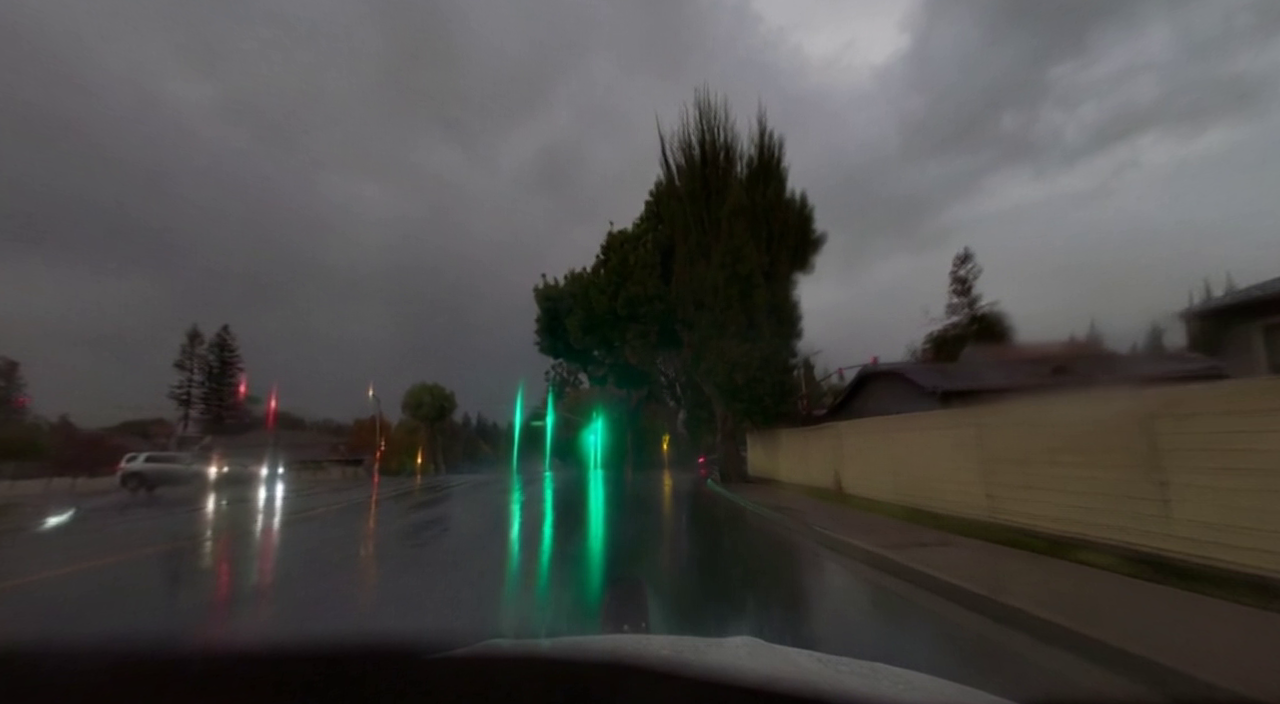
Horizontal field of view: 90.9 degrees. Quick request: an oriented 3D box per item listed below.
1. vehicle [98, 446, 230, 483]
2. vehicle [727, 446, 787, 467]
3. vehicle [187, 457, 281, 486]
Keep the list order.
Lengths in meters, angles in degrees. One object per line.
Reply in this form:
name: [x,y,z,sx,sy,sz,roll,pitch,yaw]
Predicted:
vehicle: [-25.524,6.040,34.007,5.107,1.749,2.254,0,-9,-7]
vehicle: [9.070,8.090,48.984,4.106,1.583,1.806,1,-8,-9]
vehicle: [-26.534,7.777,41.314,4.664,1.728,1.959,1,-8,-7]
